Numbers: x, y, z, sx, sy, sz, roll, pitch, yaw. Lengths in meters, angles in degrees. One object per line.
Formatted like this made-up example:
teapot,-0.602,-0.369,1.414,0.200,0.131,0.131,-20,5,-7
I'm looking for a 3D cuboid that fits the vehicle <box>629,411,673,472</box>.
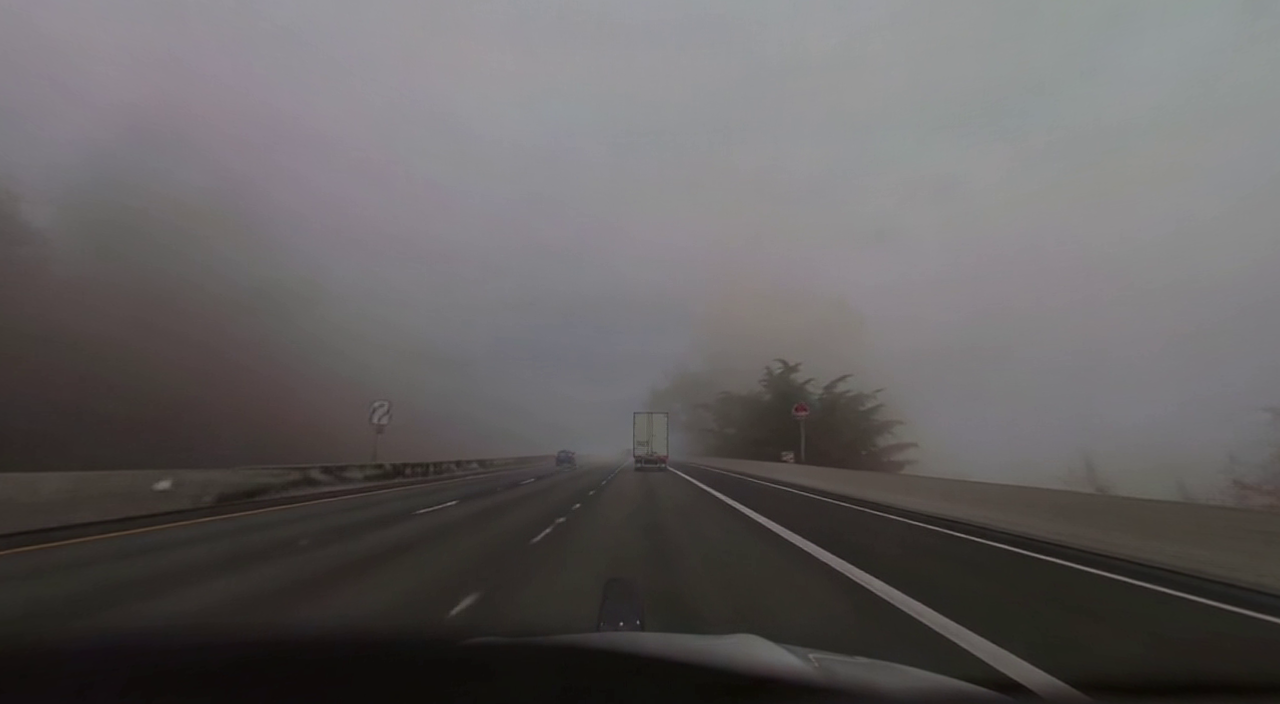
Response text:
vehicle,0.681,7.156,49.476,2.901,4.032,14.338,0,-9,0
